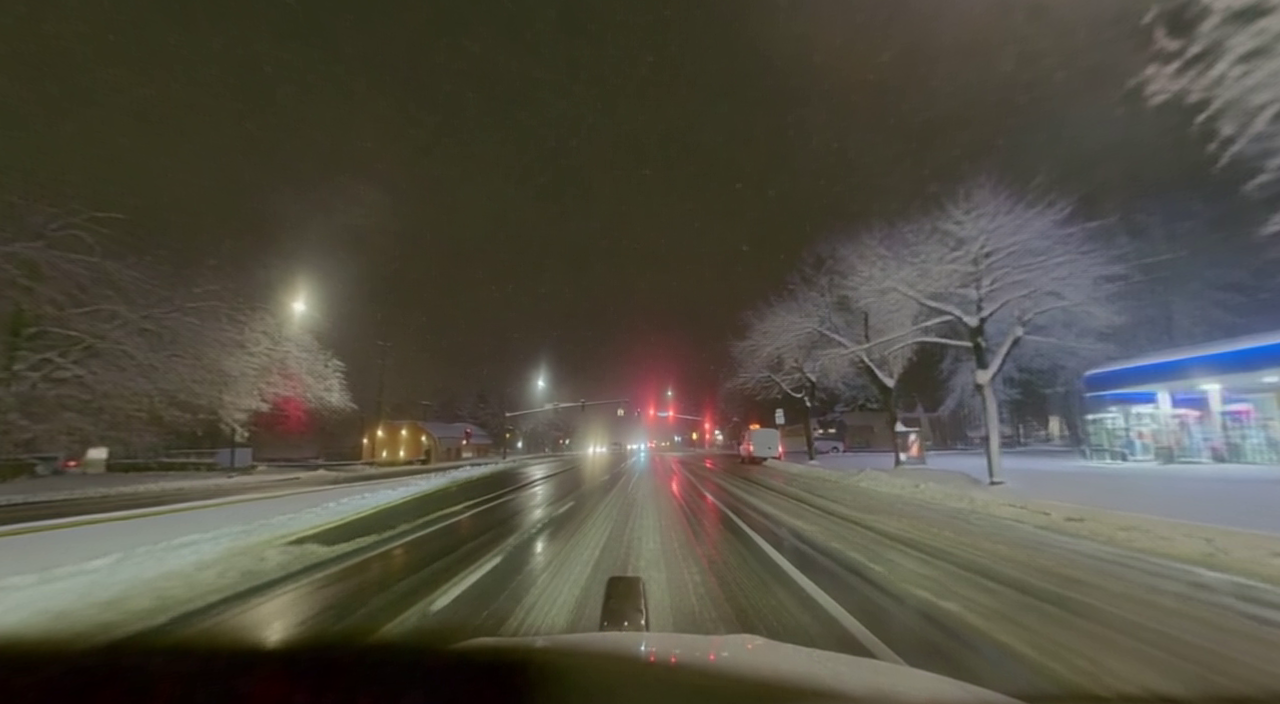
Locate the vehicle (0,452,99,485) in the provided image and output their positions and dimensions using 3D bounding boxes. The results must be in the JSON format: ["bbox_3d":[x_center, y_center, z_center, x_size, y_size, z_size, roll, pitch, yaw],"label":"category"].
[{"bbox_3d":[-36.972,7.166,39.141,2.112,1.854,5.033,0,-8,2],"label":"vehicle"}]

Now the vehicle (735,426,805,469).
[{"bbox_3d":[7.561,5.677,37.649,2.764,2.327,6.492,0,-8,0],"label":"vehicle"}]
